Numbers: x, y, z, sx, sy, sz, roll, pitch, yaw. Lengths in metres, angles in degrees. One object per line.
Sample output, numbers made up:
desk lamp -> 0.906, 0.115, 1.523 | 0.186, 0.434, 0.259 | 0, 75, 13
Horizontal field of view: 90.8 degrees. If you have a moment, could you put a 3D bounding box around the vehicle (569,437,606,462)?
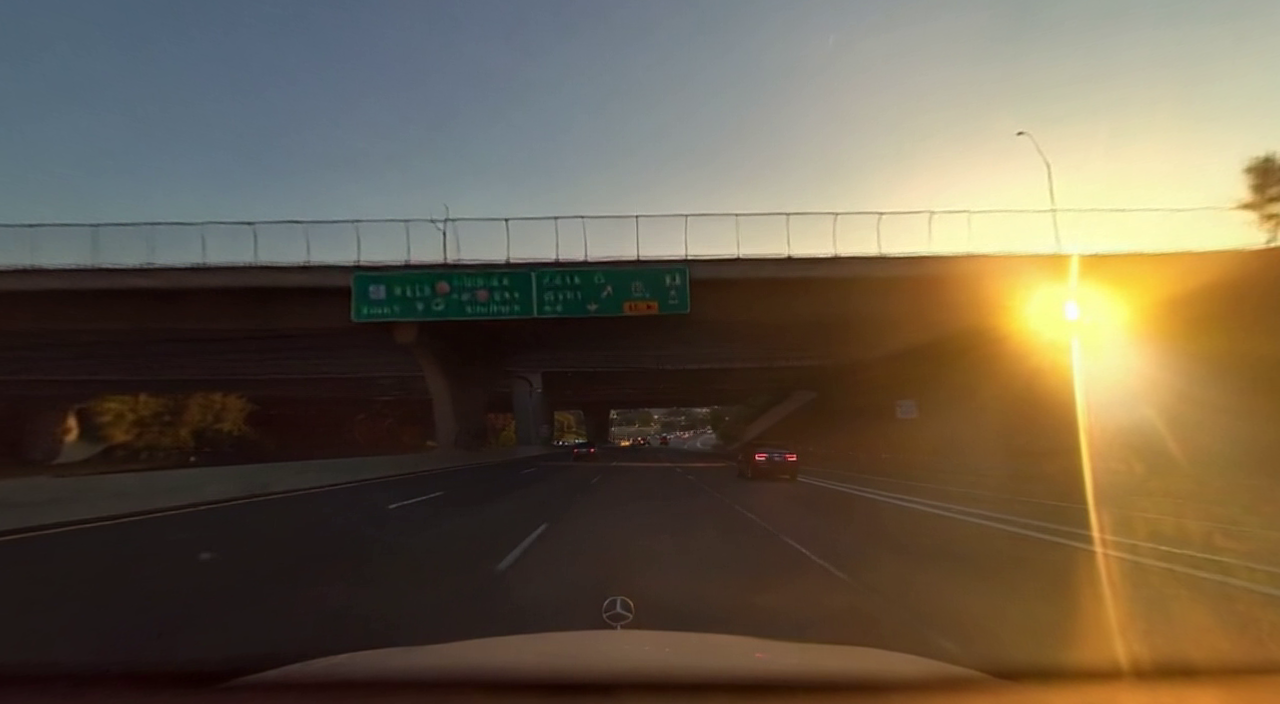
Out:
vehicle -> -3.492, 6.583, 42.735 | 2.048, 1.618, 4.424 | 0, -8, 0

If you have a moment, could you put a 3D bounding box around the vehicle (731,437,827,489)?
vehicle -> 4.373, 3.563, 20.661 | 2.060, 1.485, 4.274 | 0, -9, -1
